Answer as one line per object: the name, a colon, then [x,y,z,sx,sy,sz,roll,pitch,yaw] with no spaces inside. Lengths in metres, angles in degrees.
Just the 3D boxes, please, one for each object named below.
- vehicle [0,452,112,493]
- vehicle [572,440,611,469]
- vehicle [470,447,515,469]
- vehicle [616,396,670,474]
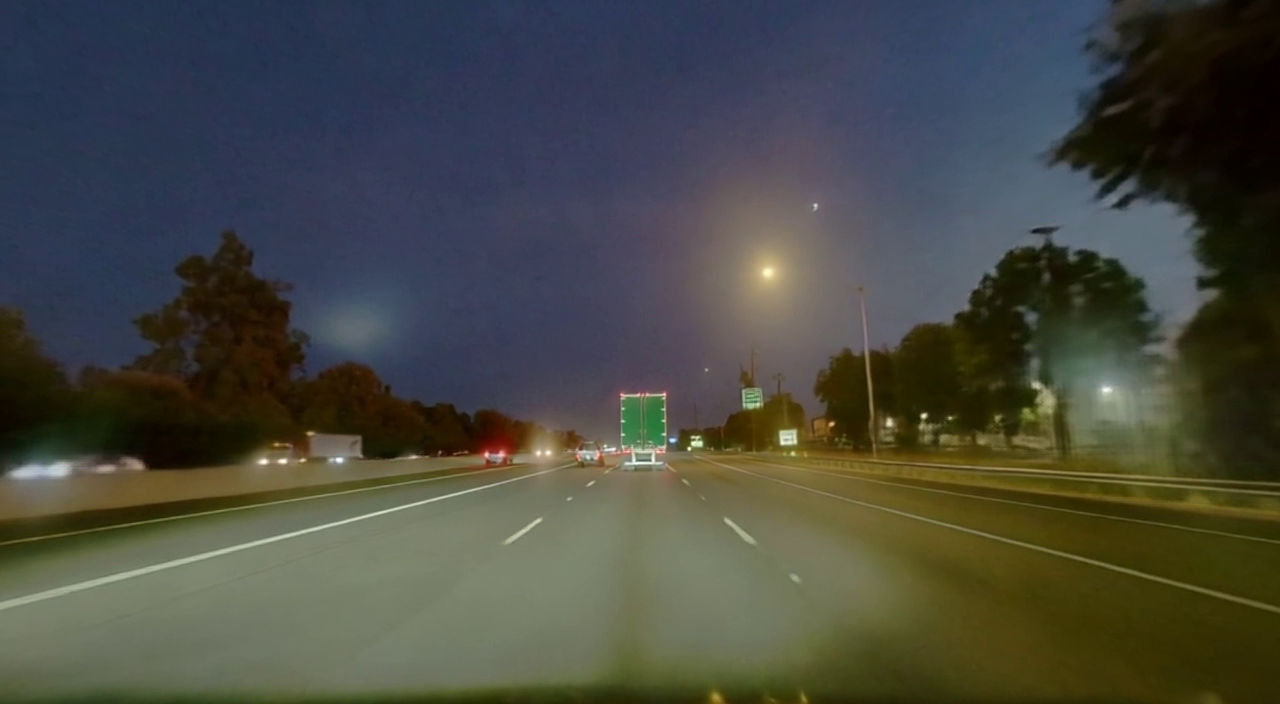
vehicle: [-25.329,4.992,26.511,1.851,1.529,5.041,0,-9,0]
vehicle: [-3.371,7.231,44.786,2.293,1.923,5.141,0,-9,0]
vehicle: [-10.554,7.595,45.404,2.012,1.509,4.789,0,-9,1]
vehicle: [0.241,5.414,40.293,2.879,4.085,13.125,0,-9,1]
